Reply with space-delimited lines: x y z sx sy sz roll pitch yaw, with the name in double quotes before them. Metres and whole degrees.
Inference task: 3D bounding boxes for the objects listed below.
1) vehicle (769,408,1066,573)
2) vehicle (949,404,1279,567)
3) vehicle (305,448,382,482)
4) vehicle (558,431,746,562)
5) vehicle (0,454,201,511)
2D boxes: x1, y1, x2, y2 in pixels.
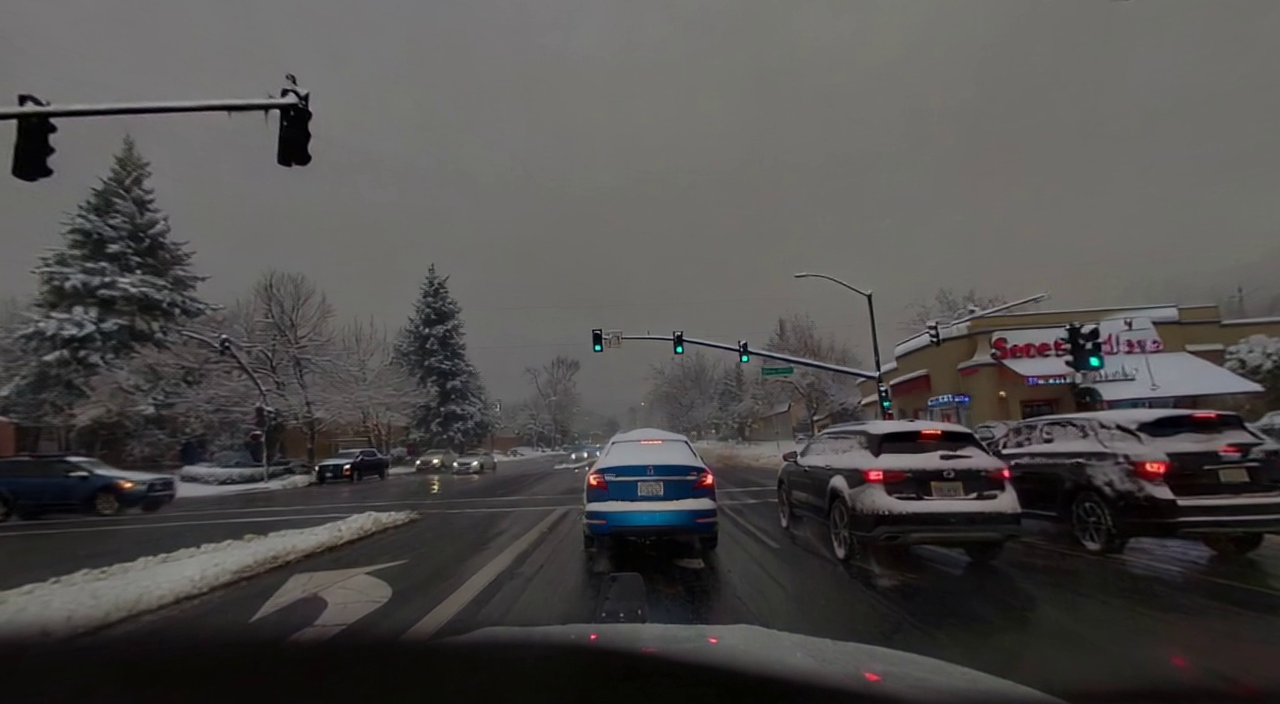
"vehicle" 3.272 1.745 8.769 1.973 1.633 4.717 0 -9 0
"vehicle" 6.466 1.722 8.865 2.009 1.700 4.275 0 -8 -1
"vehicle" -18.572 7.071 39.948 2.324 1.911 5.610 0 -9 -2
"vehicle" 0.112 1.952 9.291 2.135 1.468 4.076 0 -8 -1
"vehicle" -18.151 4.349 21.421 4.780 1.669 2.232 2 -9 -16
